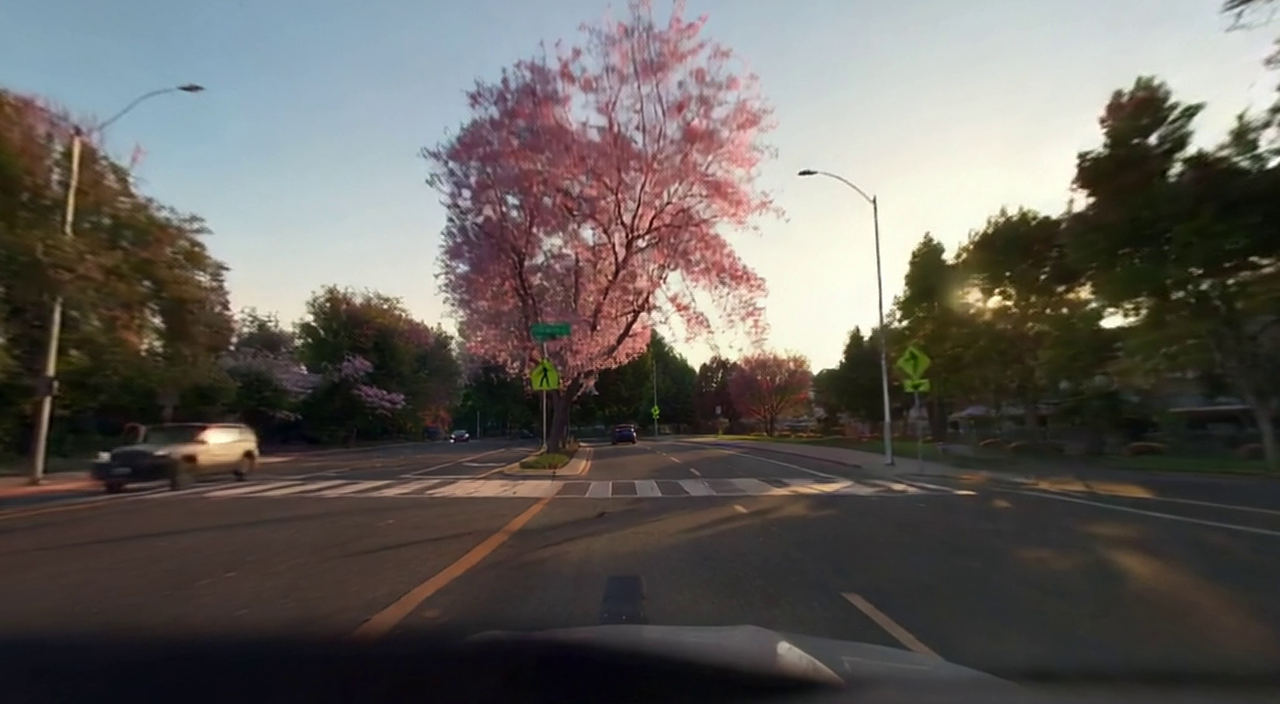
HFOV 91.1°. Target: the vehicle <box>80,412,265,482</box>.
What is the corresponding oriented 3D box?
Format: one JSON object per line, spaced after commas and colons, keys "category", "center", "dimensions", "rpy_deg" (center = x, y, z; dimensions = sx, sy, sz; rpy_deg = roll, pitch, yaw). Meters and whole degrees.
{"category": "vehicle", "center": [-14.605, 3.030, 20.132], "dimensions": [2.182, 1.933, 4.940], "rpy_deg": [1, -8, -2]}
